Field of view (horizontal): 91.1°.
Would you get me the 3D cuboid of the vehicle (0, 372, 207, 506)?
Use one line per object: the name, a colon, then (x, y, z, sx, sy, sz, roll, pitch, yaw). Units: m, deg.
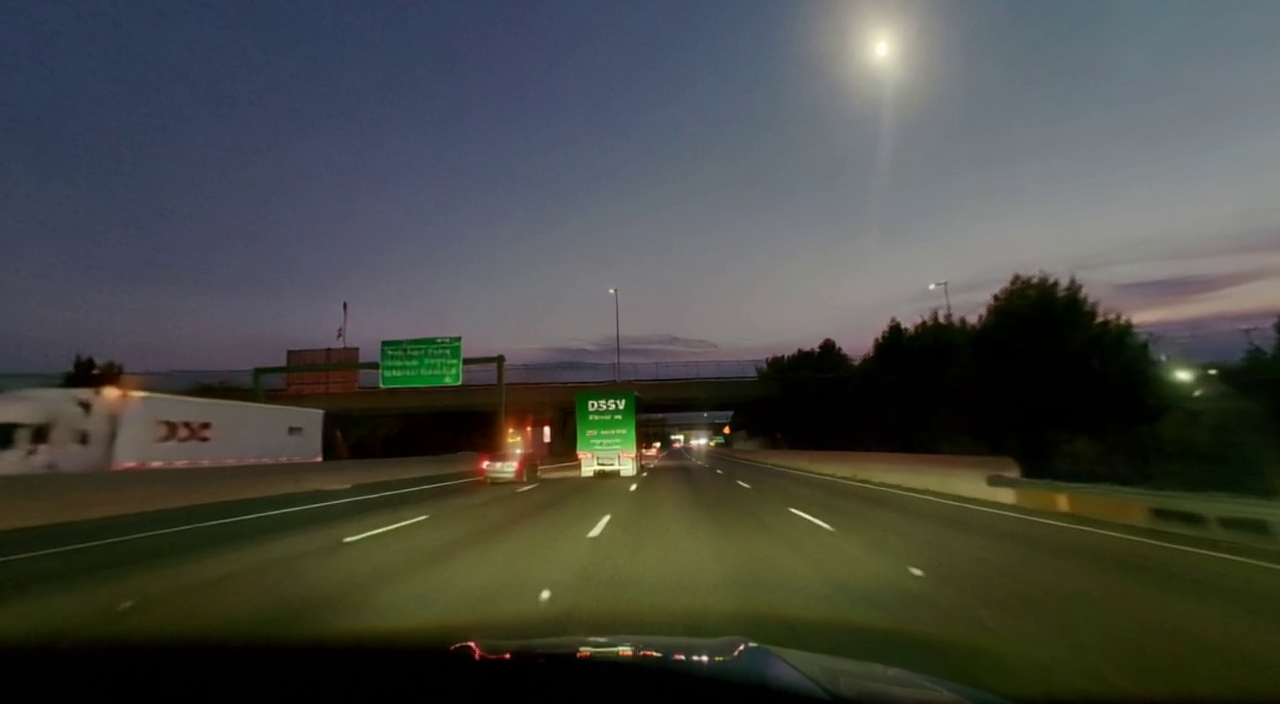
vehicle: (-21.097, 3.234, 22.889, 2.942, 4.086, 10.219, -1, -9, 2)

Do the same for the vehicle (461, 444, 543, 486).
vehicle: (-5.288, 4.371, 24.732, 1.958, 1.467, 4.737, -1, -9, 3)

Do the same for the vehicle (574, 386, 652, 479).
vehicle: (-1.067, 4.426, 33.559, 3.025, 4.002, 12.709, -1, -9, 3)

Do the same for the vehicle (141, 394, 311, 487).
vehicle: (-20.643, 4.568, 32.195, 2.818, 4.103, 8.096, -1, -9, 2)
